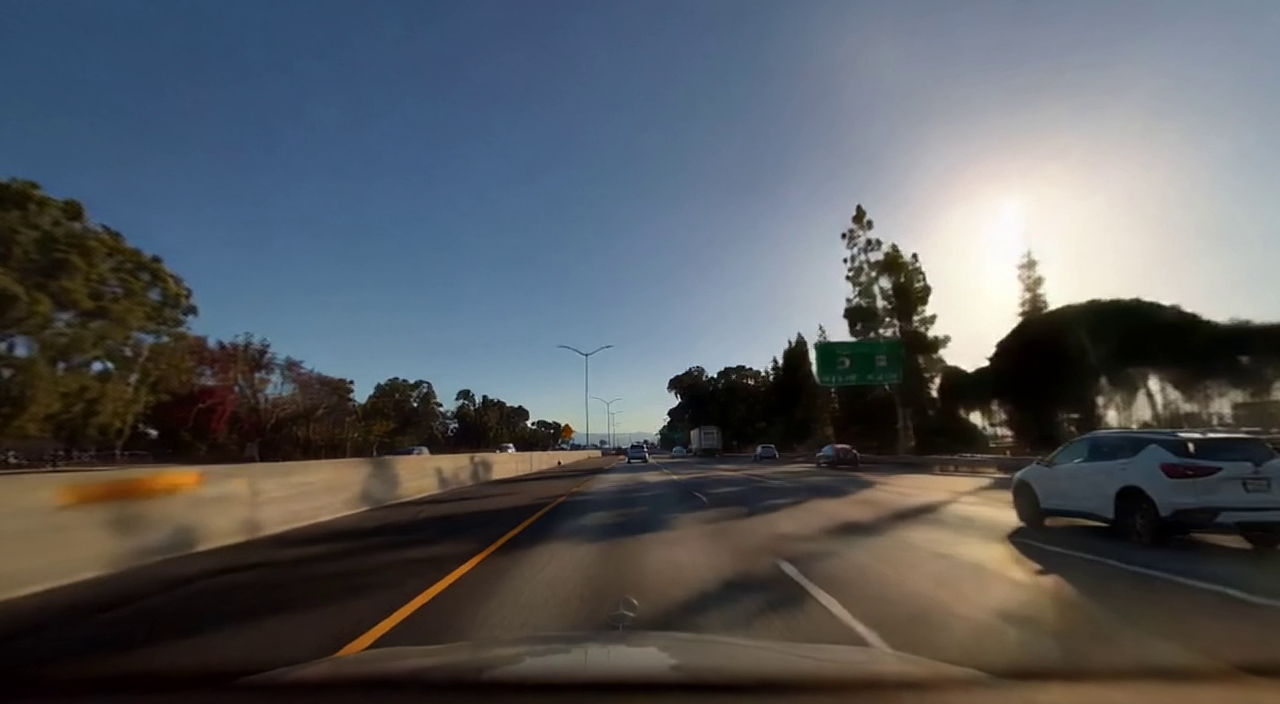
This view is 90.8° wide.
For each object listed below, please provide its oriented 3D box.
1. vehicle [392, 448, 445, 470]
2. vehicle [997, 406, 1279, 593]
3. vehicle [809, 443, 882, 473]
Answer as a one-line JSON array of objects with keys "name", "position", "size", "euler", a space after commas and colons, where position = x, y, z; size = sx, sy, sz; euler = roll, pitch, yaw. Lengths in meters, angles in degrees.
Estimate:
[{"name": "vehicle", "position": [-14.950, 7.224, 42.884], "size": [2.002, 1.427, 4.270], "euler": [0, -9, 0]}, {"name": "vehicle", "position": [6.798, 1.654, 7.811], "size": [2.027, 1.679, 4.543], "euler": [0, -9, -1]}, {"name": "vehicle", "position": [11.182, 5.819, 34.866], "size": [2.194, 1.489, 5.141], "euler": [0, -9, -1]}]
